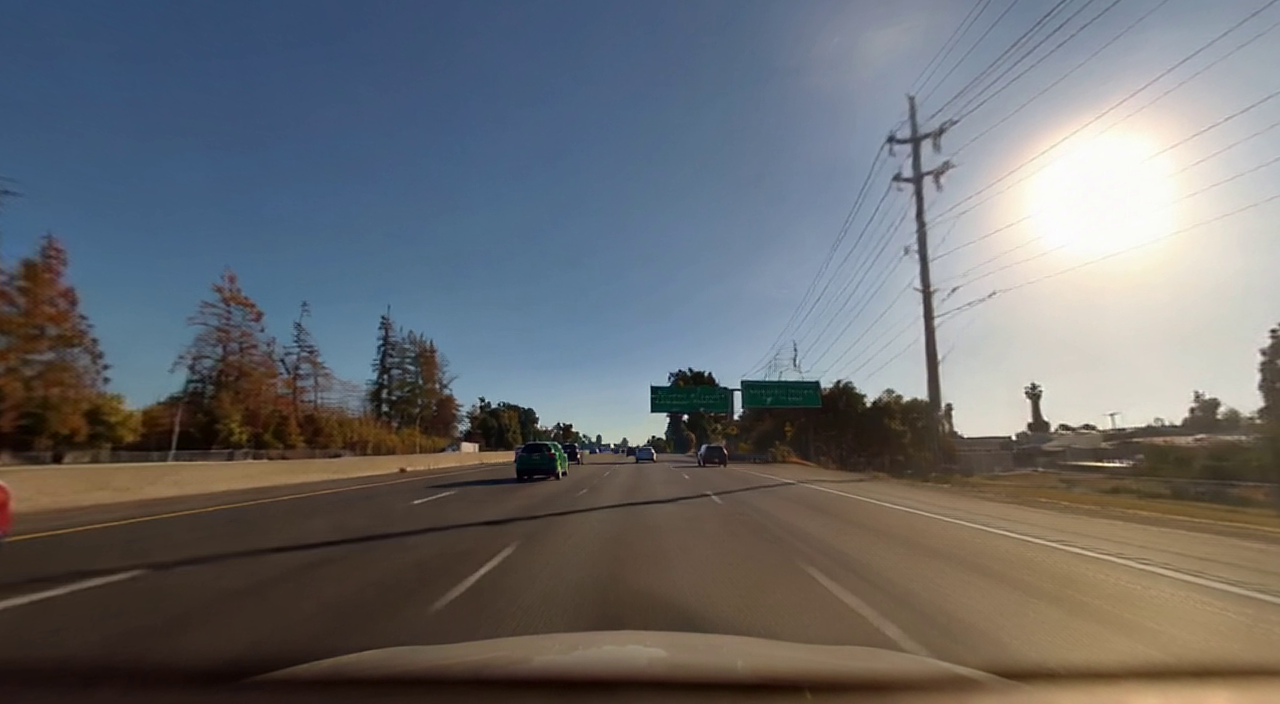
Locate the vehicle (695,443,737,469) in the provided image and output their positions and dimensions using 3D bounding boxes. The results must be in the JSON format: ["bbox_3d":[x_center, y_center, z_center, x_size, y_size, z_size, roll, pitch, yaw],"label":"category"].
[{"bbox_3d":[4.465,6.171,37.647,1.964,1.479,4.252,0,-8,-1],"label":"vehicle"}]

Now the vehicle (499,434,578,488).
[{"bbox_3d":[-3.401,3.738,21.936,1.961,1.704,4.052,0,-8,1],"label":"vehicle"}]

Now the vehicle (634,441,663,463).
[{"bbox_3d":[0.652,7.896,49.798,2.156,1.647,3.987,0,-8,0],"label":"vehicle"}]
